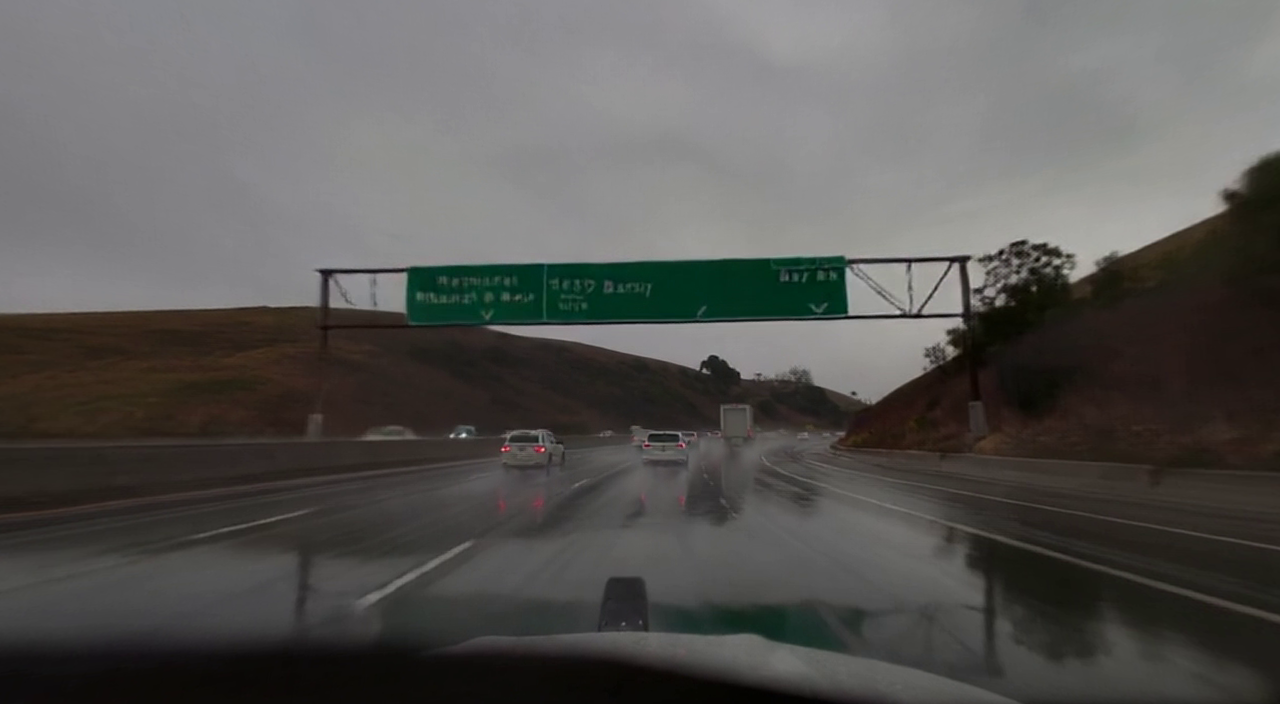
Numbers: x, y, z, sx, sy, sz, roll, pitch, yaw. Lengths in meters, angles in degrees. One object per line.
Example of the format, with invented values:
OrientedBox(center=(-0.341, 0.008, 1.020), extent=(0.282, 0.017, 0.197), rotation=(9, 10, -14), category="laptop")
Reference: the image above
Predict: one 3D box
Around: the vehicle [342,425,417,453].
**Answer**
OrientedBox(center=(-15.669, 5.293, 38.233), extent=(2.243, 1.558, 4.619), rotation=(-1, -8, 6), category="vehicle")

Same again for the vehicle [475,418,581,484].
OrientedBox(center=(-3.148, 2.925, 18.766), extent=(2.077, 1.712, 4.406), rotation=(-1, -8, 4), category="vehicle")

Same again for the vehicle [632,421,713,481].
OrientedBox(center=(1.136, 3.366, 21.662), extent=(2.484, 1.820, 4.497), rotation=(-1, -8, 4), category="vehicle")
